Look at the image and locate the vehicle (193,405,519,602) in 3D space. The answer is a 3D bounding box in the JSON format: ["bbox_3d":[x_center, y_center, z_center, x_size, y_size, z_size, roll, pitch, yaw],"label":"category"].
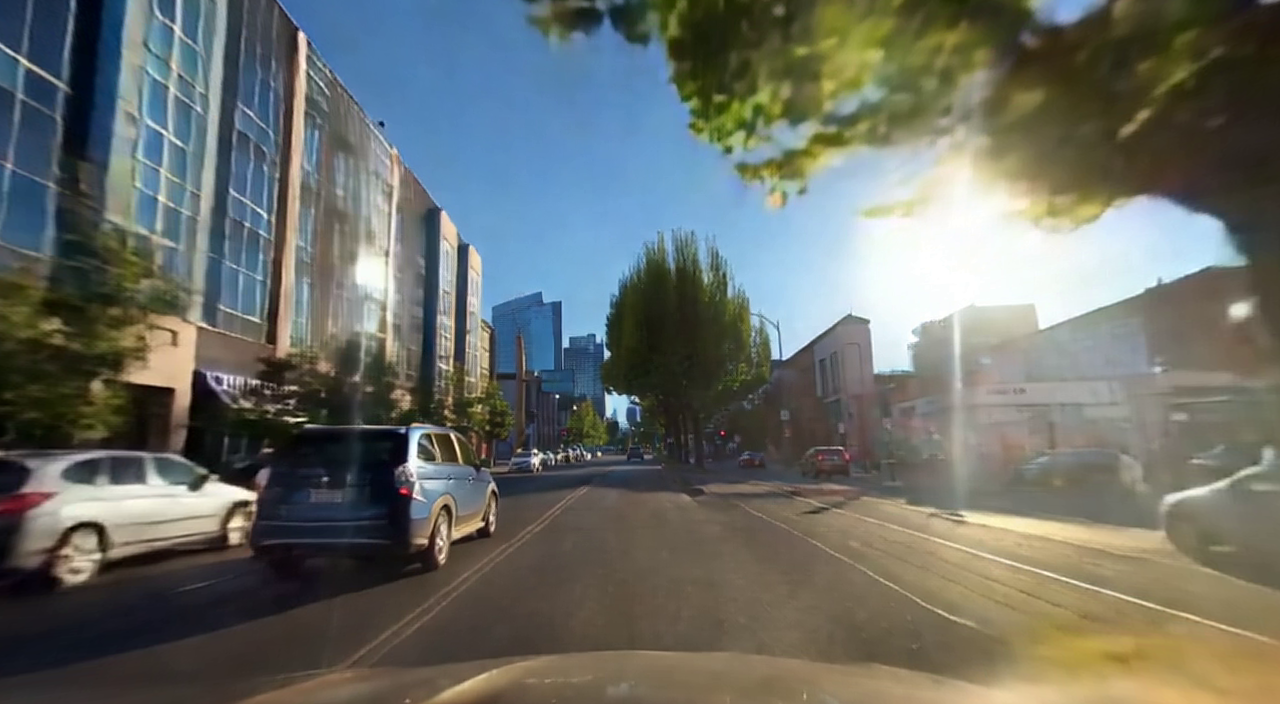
[{"bbox_3d":[-2.999,1.699,7.967,2.002,1.756,4.366,-1,-8,1],"label":"vehicle"}]

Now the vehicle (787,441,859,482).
[{"bbox_3d":[9.329,5.607,32.726,2.129,1.929,5.537,-1,-8,1],"label":"vehicle"}]

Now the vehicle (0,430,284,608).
[{"bbox_3d":[-6.873,1.931,8.278,1.825,1.679,4.336,-1,-8,1],"label":"vehicle"}]

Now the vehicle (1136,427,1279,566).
[{"bbox_3d":[9.029,1.871,7.824,2.005,1.726,4.658,5,-8,-1],"label":"vehicle"}]

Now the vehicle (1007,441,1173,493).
[{"bbox_3d":[17.118,4.375,24.229,4.693,1.827,2.098,0,-9,0],"label":"vehicle"}]
